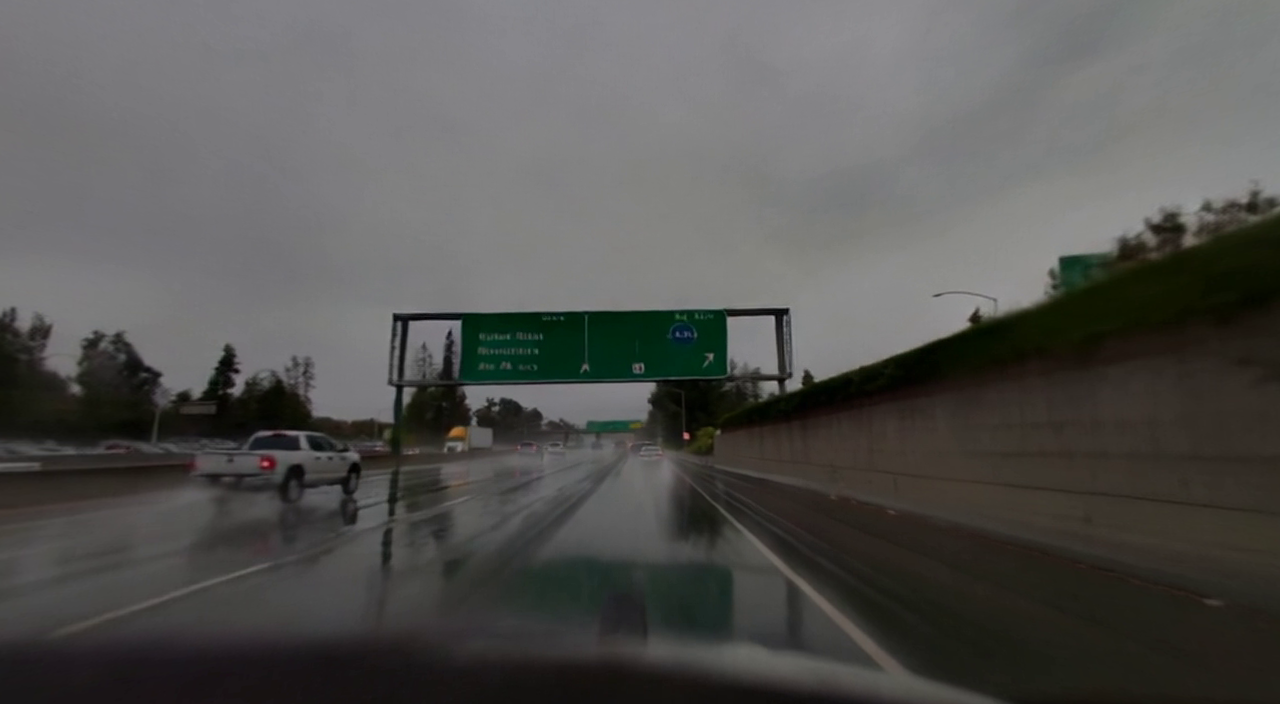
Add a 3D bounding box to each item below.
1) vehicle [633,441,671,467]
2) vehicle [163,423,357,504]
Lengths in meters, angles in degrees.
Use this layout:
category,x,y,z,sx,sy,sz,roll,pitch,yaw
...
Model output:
category,x,y,z,sx,sy,sz,roll,pitch,yaw
vehicle,0.710,6.181,38.340,2.137,1.461,3.999,0,-8,0
vehicle,-9.784,2.894,16.867,2.246,1.812,4.740,0,-8,-1
